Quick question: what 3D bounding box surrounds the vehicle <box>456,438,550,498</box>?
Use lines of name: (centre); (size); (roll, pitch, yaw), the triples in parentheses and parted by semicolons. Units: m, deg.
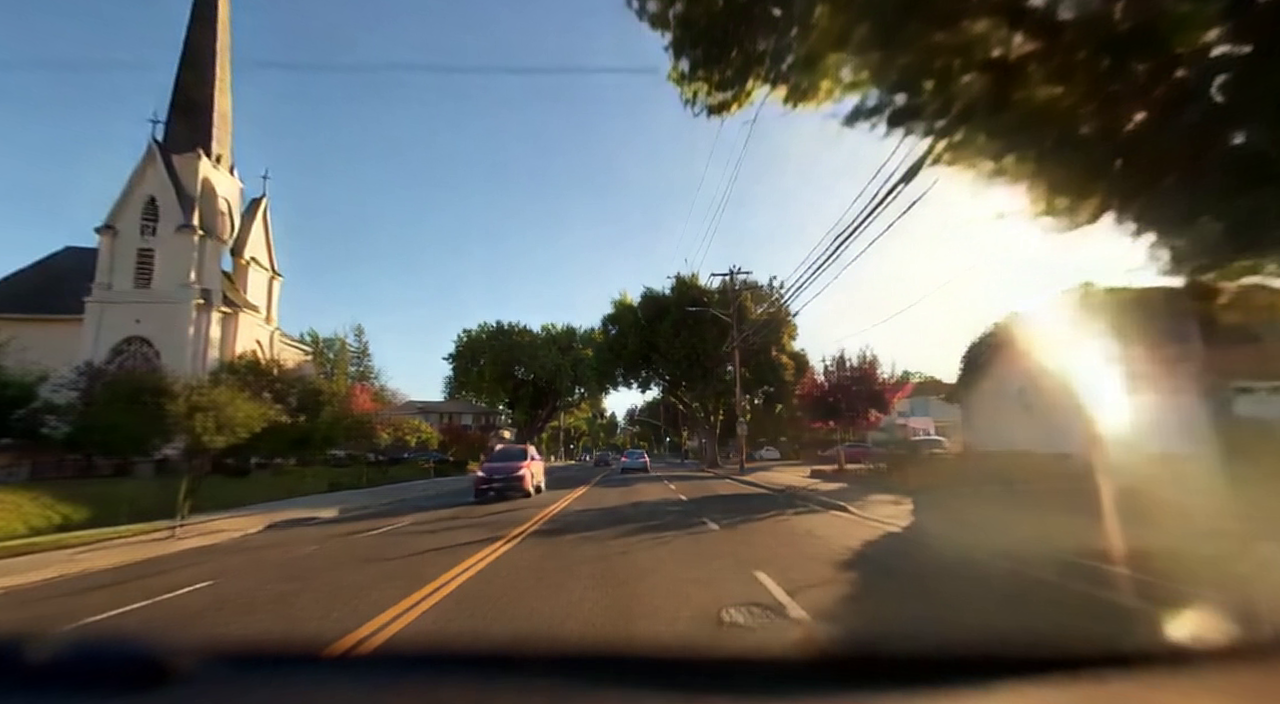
vehicle: (-4.793, 4.156, 22.931); (2.212, 1.906, 4.958); (0, -9, 1)

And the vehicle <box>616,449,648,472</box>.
vehicle: (-0.564, 7.458, 43.488); (2.093, 1.497, 4.010); (0, -9, -1)
